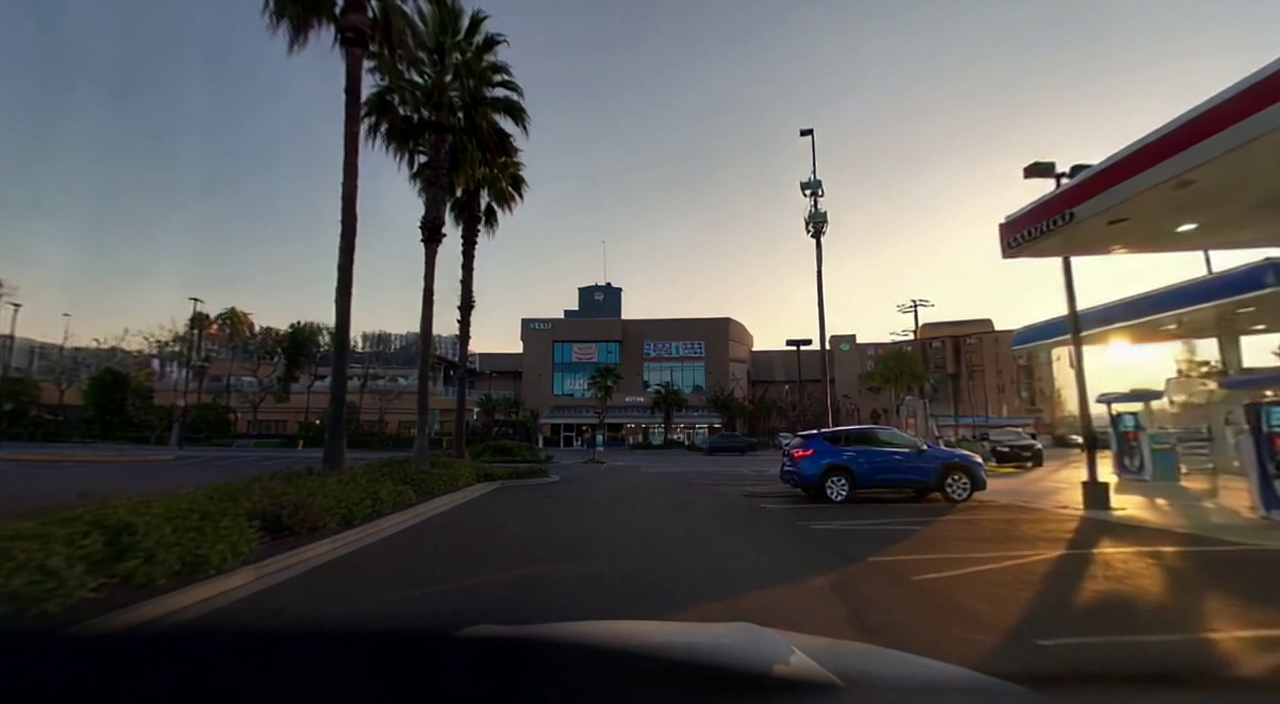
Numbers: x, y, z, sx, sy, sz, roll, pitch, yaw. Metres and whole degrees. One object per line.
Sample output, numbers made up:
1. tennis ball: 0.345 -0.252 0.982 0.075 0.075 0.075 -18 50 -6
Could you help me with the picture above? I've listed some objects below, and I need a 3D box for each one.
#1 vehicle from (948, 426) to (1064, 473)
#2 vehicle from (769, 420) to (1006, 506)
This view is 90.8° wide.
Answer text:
1. vehicle: 16.024 4.298 28.015 2.028 1.850 4.731 0 -8 -4
2. vehicle: 5.573 2.539 14.737 4.560 1.818 2.148 0 -8 -3
